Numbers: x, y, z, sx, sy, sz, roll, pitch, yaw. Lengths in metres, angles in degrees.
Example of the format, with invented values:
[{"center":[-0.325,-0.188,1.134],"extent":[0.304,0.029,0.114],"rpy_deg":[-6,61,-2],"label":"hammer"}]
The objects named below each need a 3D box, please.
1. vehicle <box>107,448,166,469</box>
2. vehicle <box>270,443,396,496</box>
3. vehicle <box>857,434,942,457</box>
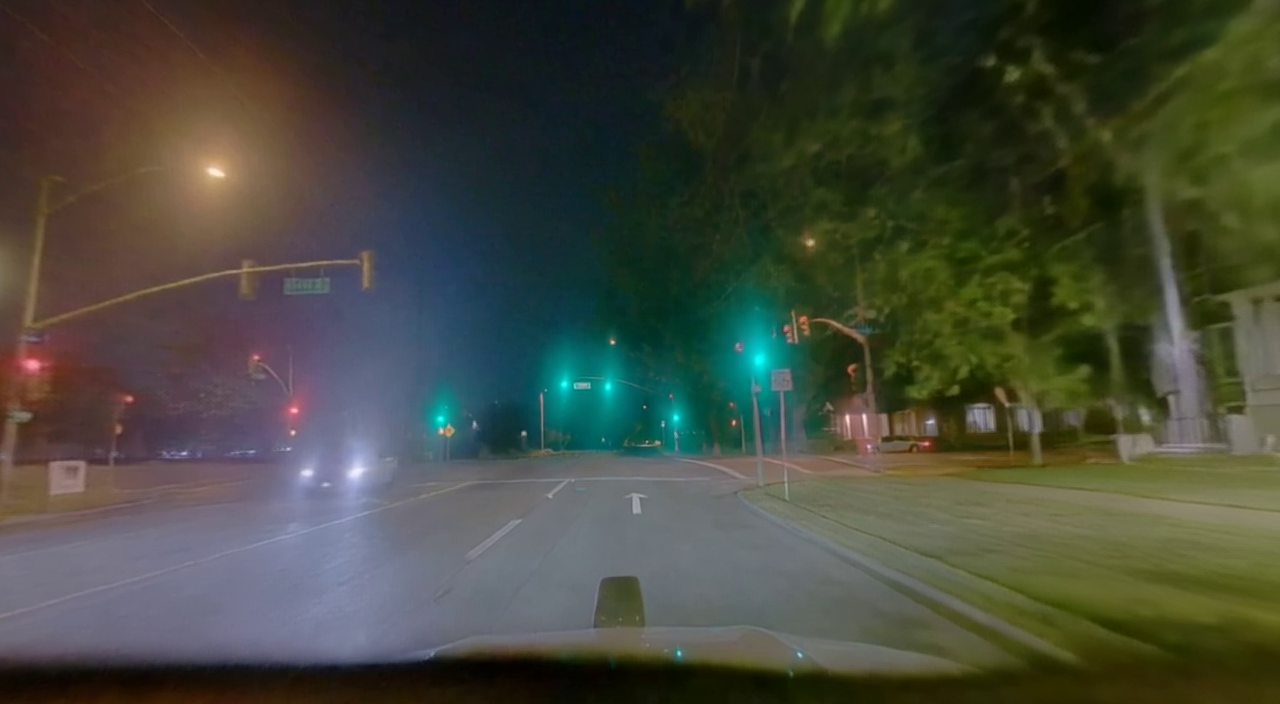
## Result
[{"center":[-39.044,8.261,49.104],"extent":[1.959,1.590,4.105],"rpy_deg":[3,-9,-15],"label":"vehicle"},{"center":[-10.030,3.835,21.104],"extent":[2.035,1.461,4.465],"rpy_deg":[-3,-8,-1],"label":"vehicle"},{"center":[16.772,6.041,41.017],"extent":[4.720,1.410,1.784],"rpy_deg":[-1,-8,9],"label":"vehicle"}]
